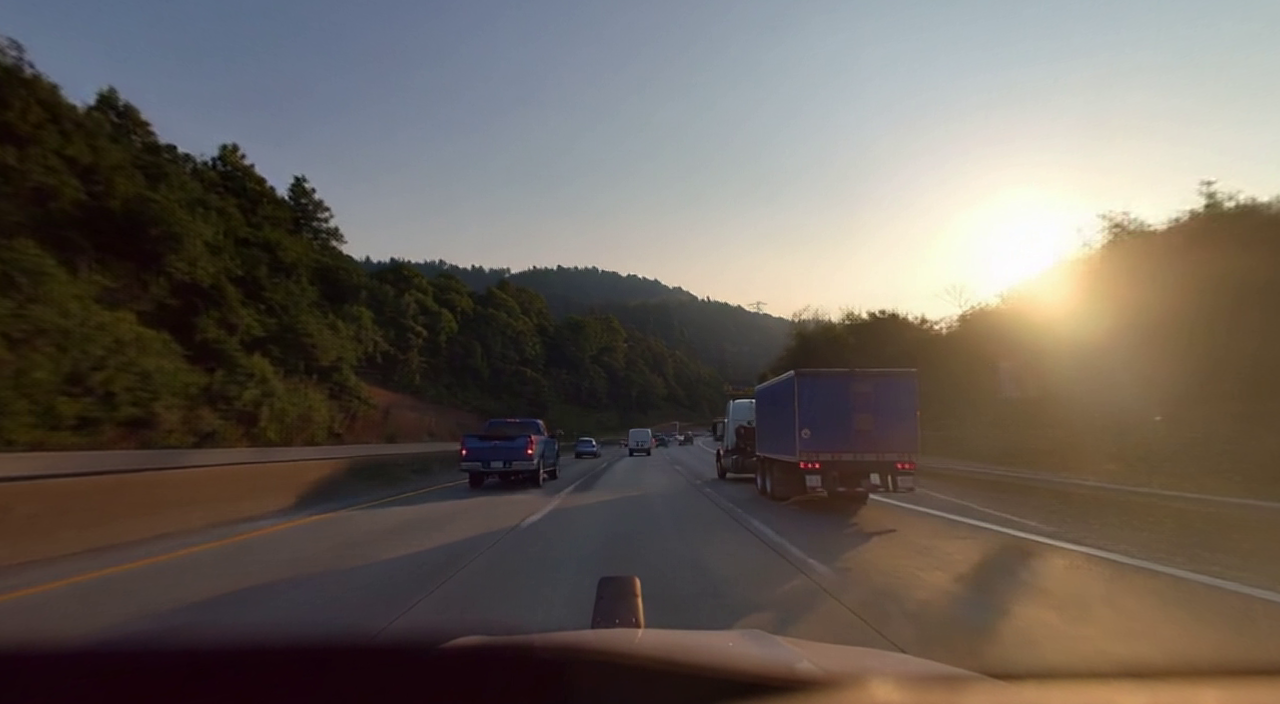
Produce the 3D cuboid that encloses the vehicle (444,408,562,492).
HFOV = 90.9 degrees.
[{"bbox_3d":[-3.561,2.650,17.416,2.204,1.991,4.720,0,-8,0],"label":"vehicle"}]

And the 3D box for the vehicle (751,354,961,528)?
[{"bbox_3d":[3.568,1.588,11.453,2.256,2.568,4.049,0,-8,-1],"label":"vehicle"}]

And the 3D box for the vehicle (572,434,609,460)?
[{"bbox_3d":[-3.093,6.029,40.273,2.008,1.588,4.147,0,-8,1],"label":"vehicle"}]
